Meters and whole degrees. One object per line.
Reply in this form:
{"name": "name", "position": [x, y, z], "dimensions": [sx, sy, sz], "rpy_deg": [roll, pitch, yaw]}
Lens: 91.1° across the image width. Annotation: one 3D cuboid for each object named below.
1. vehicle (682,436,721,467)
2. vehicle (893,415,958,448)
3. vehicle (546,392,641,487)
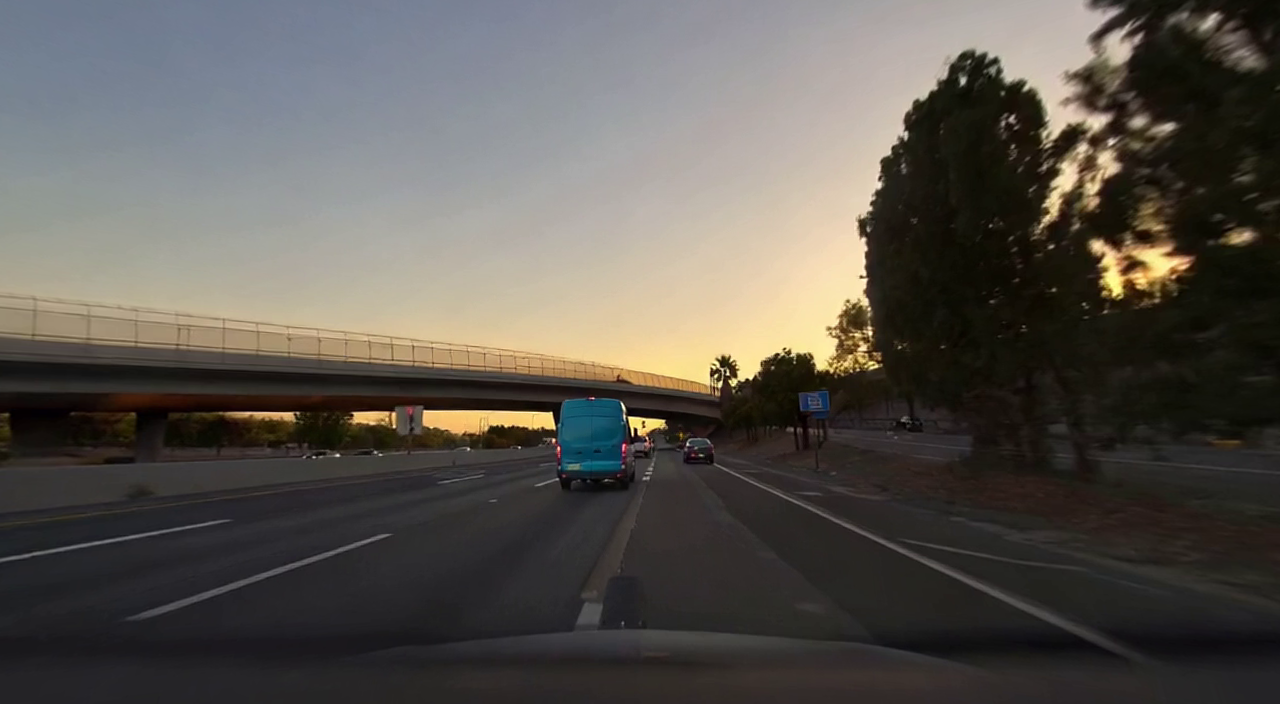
{"name": "vehicle", "position": [3.479, 5.758, 36.394], "dimensions": [1.987, 1.648, 3.984], "rpy_deg": [0, -8, 2]}
{"name": "vehicle", "position": [20.376, 5.784, 45.174], "dimensions": [2.445, 2.240, 5.659], "rpy_deg": [-1, -8, 5]}
{"name": "vehicle", "position": [-1.355, 2.967, 21.185], "dimensions": [2.476, 2.776, 5.598], "rpy_deg": [-1, -8, 3]}
